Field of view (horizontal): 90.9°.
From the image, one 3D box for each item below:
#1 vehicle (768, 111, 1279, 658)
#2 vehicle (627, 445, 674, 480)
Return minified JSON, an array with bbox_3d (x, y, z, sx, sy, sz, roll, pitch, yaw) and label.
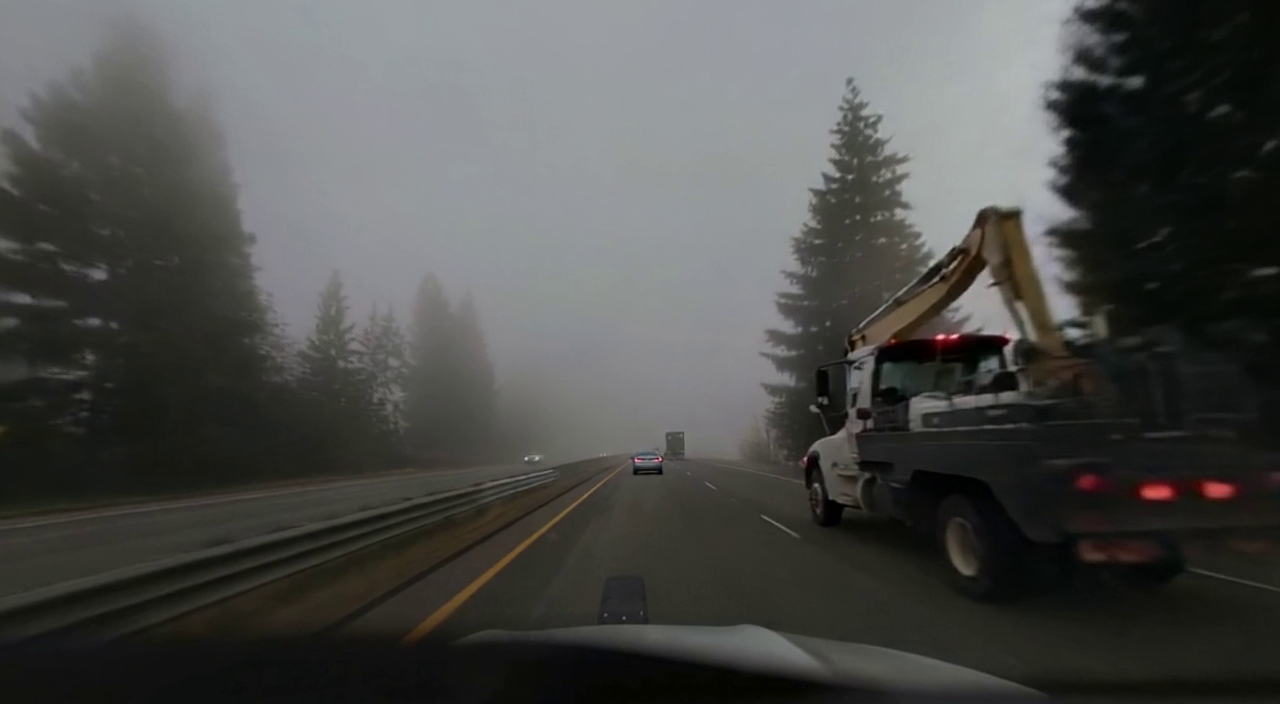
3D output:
[{"bbox_3d":[4.095,0.710,8.107,3.089,3.568,8.101,0,-9,0],"label":"vehicle"},{"bbox_3d":[0.468,5.203,29.890,2.045,1.527,4.023,0,-9,0],"label":"vehicle"}]
